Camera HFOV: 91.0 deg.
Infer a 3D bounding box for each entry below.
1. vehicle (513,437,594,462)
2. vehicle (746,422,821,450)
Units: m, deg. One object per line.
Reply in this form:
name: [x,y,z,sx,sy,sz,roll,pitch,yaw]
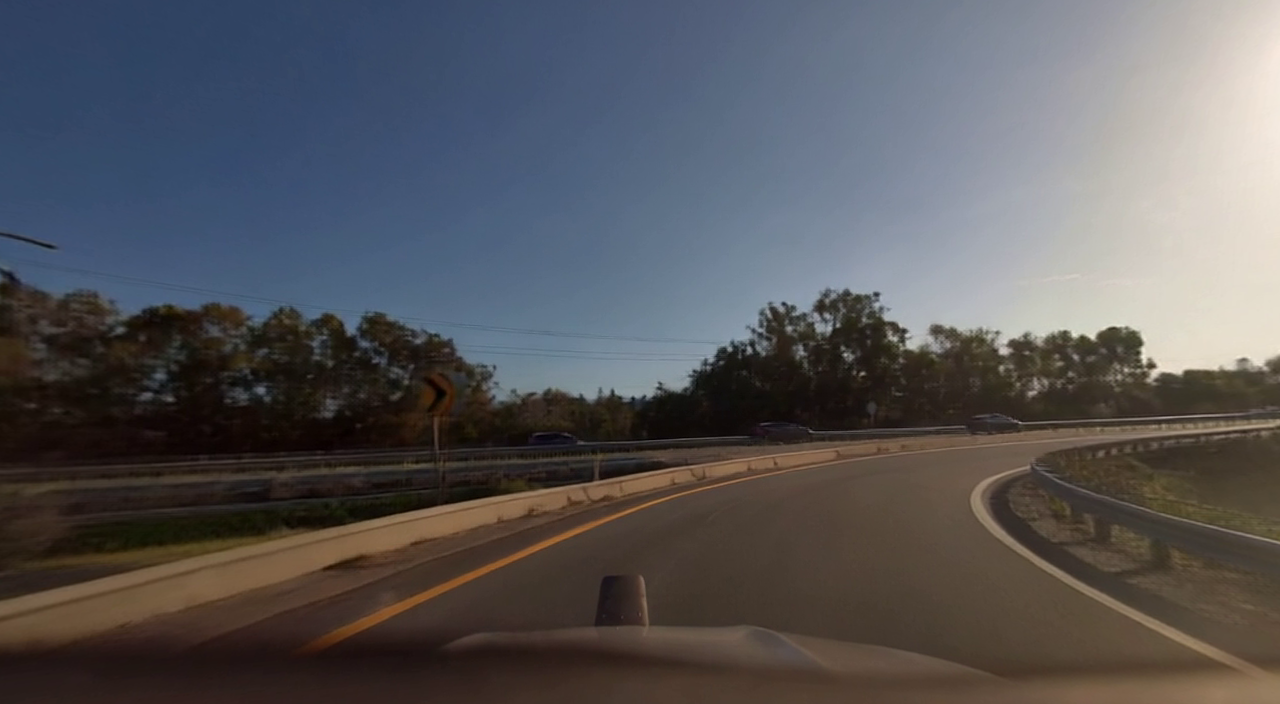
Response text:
vehicle: [-5.788,6.548,42.294,4.957,1.593,1.871,5,-10,-28]
vehicle: [8.558,5.049,37.637,3.990,1.549,1.971,5,-10,-26]
